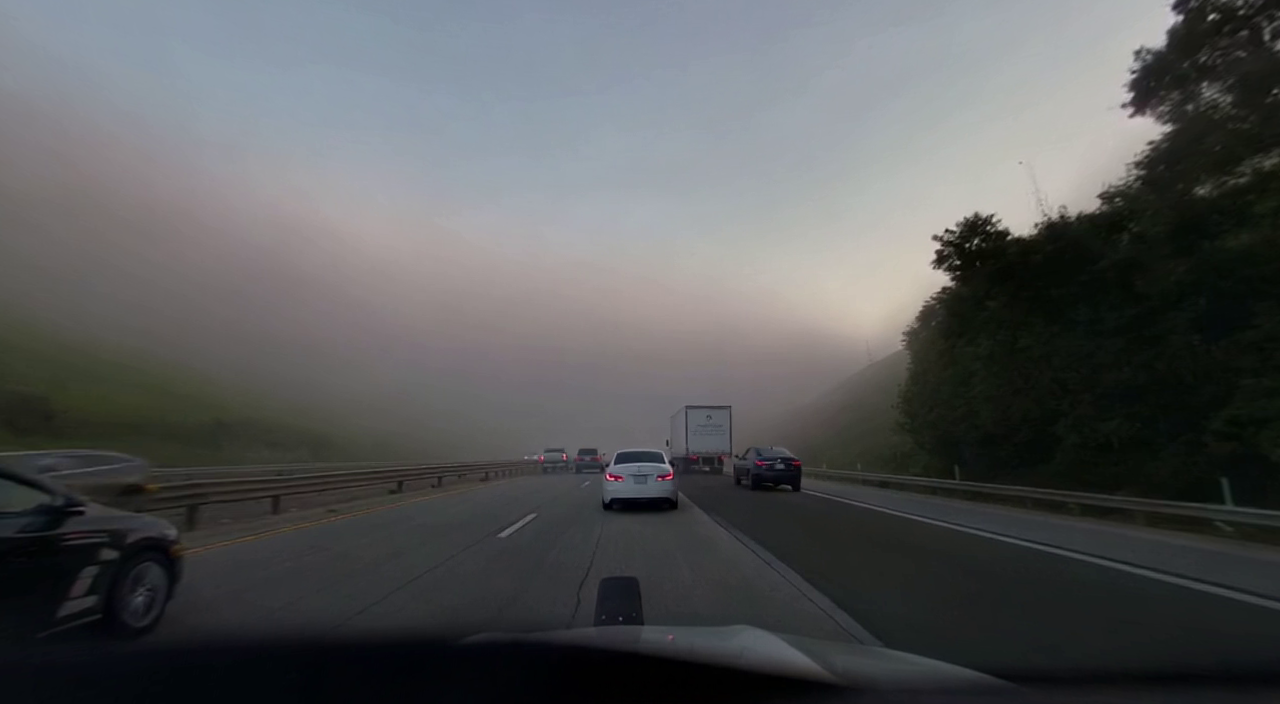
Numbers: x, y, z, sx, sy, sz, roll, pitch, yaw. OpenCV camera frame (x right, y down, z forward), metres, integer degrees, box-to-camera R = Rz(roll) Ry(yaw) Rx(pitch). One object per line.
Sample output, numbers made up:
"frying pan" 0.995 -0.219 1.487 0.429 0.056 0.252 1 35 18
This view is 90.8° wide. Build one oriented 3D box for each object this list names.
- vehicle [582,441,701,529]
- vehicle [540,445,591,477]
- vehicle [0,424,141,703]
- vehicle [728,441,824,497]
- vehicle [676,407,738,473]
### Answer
"vehicle" 0.019 2.581 12.703 2.041 1.484 3.535 0 -9 0
"vehicle" -4.084 6.057 35.310 2.211 1.669 4.224 -1 -9 2
"vehicle" -4.290 0.966 2.241 1.848 1.486 3.832 0 -9 0
"vehicle" 4.217 3.717 20.409 2.029 1.579 4.484 0 -9 -1
"vehicle" 4.646 6.778 47.612 3.194 4.038 16.301 0 -9 1
